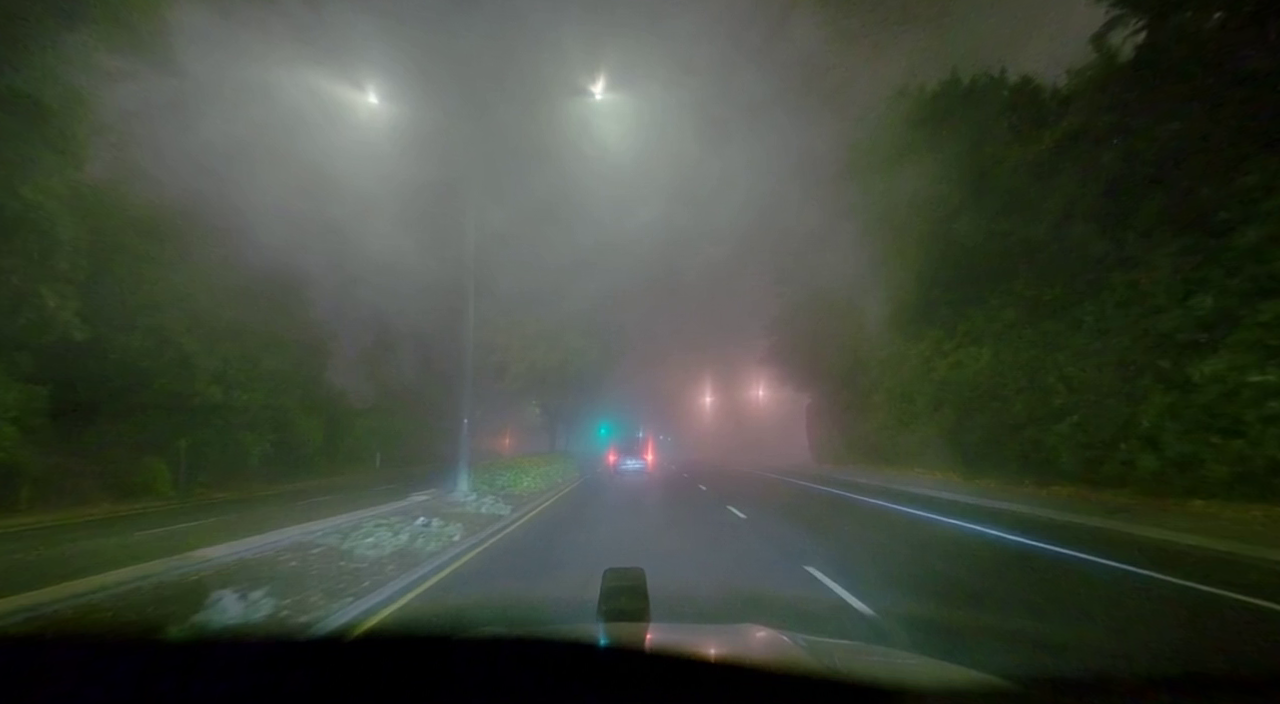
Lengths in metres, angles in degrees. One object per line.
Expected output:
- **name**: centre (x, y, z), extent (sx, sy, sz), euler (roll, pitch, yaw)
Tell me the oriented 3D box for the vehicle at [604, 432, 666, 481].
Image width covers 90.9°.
- **vehicle**: centre (-0.164, 3.993, 24.314), extent (2.192, 1.734, 4.176), euler (0, -8, 0)
